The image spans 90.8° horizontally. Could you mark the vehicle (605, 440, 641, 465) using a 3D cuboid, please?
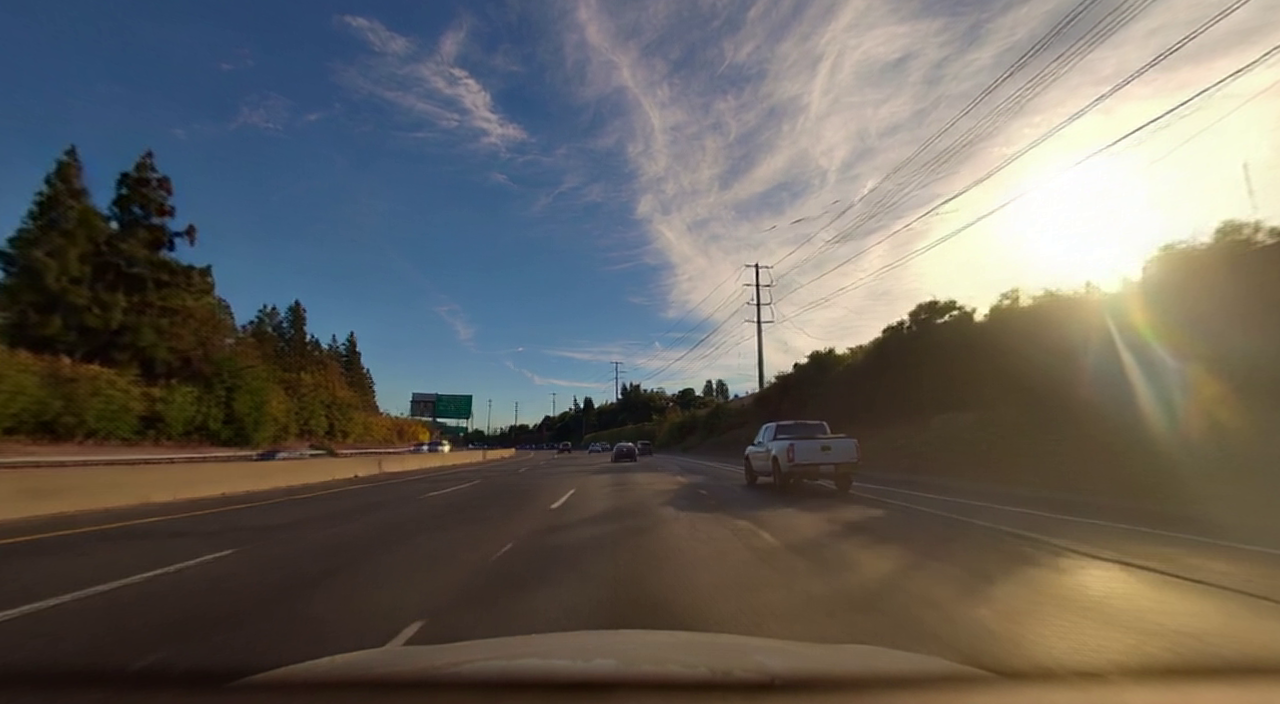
[{"bbox_3d":[-1.233,7.121,44.923,2.188,1.714,3.921,1,-9,-7],"label":"vehicle"}]

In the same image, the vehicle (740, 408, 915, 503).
[{"bbox_3d":[4.512,2.666,16.646,2.504,2.033,5.979,0,-8,-3],"label":"vehicle"}]
